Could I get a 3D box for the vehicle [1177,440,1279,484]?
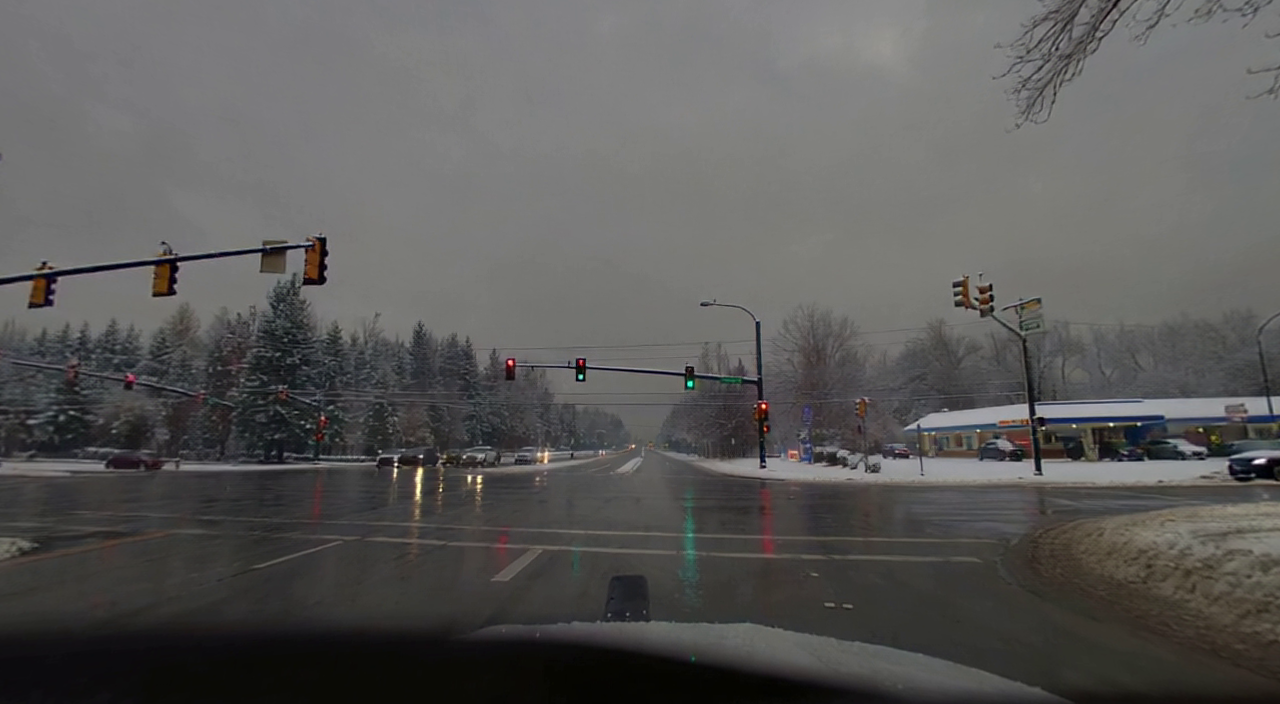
[{"bbox_3d":[22.090,3.781,21.836,4.716,1.455,2.060,-3,-9,17],"label":"vehicle"}]
